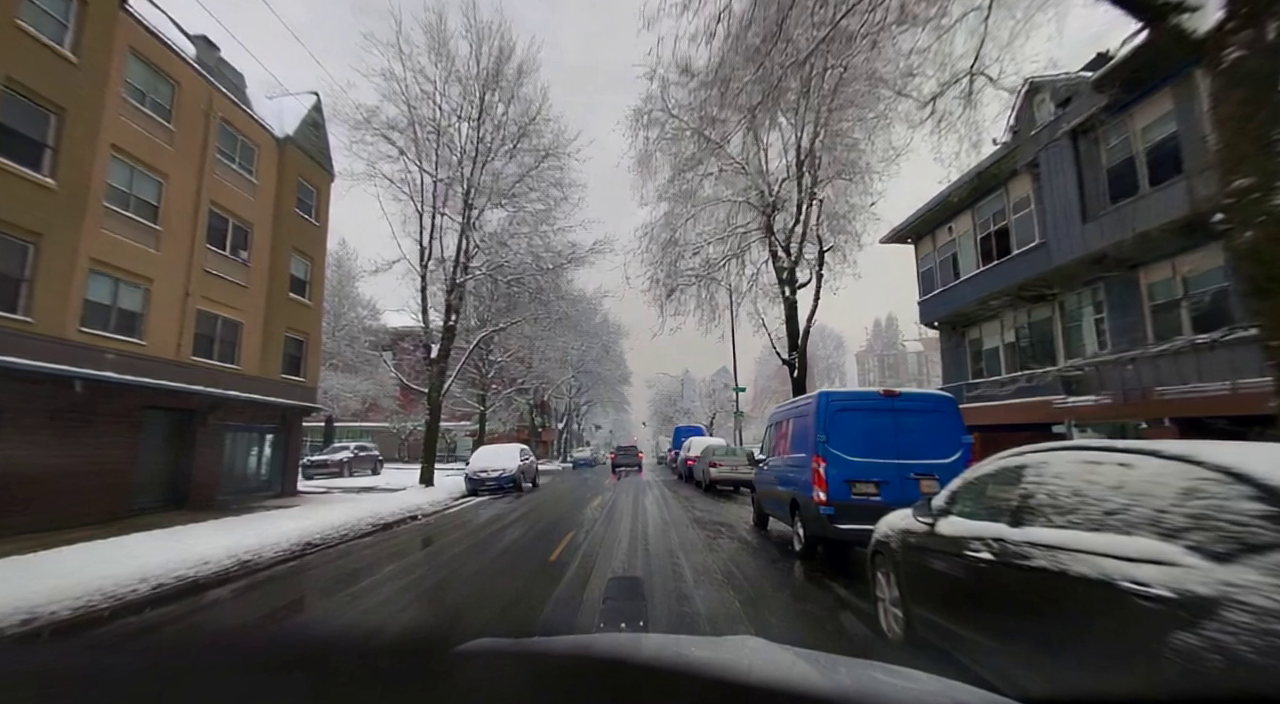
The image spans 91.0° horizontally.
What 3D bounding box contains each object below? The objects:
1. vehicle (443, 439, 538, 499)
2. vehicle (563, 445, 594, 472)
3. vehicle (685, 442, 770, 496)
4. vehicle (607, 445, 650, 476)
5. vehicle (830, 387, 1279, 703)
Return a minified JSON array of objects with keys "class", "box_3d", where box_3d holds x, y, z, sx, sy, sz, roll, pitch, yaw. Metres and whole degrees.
[{"class":"vehicle","box_3d":[-4.930,3.881,21.449,2.090,1.497,4.639,1,-4,0]},{"class":"vehicle","box_3d":[-4.772,8.298,49.324,1.951,1.662,4.046,1,-4,1]},{"class":"vehicle","box_3d":[2.607,3.586,19.745,1.906,1.471,3.941,0,-8,-3]},{"class":"vehicle","box_3d":[-0.617,5.656,33.042,2.095,1.510,3.605,0,-8,-1]},{"class":"vehicle","box_3d":[2.535,0.995,2.691,1.922,1.476,4.811,0,-8,0]}]
